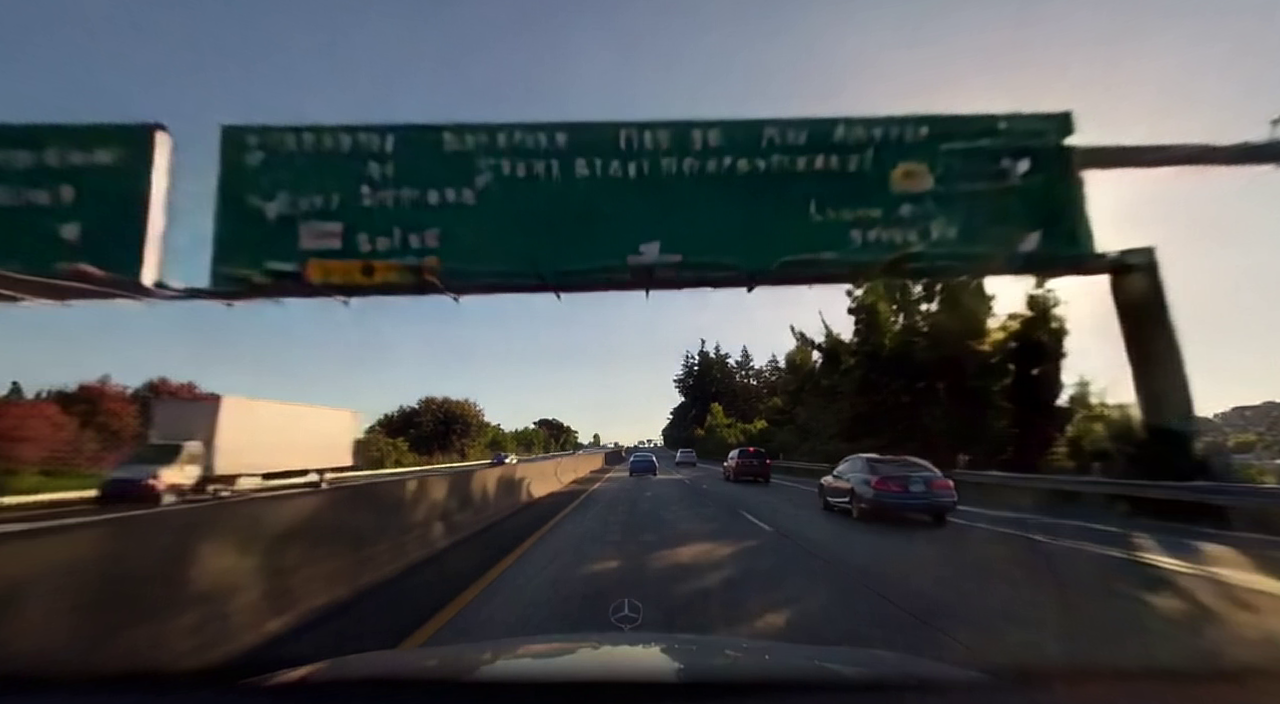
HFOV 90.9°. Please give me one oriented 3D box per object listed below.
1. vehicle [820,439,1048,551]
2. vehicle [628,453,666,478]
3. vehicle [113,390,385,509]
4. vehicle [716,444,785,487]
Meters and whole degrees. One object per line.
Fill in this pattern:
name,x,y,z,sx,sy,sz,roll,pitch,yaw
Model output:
vehicle,4.573,2.259,10.567,1.952,1.495,3.740,0,-9,-1
vehicle,0.391,6.378,35.642,2.012,1.320,3.777,0,-9,0
vehicle,-16.614,4.569,29.475,2.898,4.087,15.230,0,-9,0
vehicle,4.511,4.693,26.356,1.969,1.639,4.472,0,-9,-1
